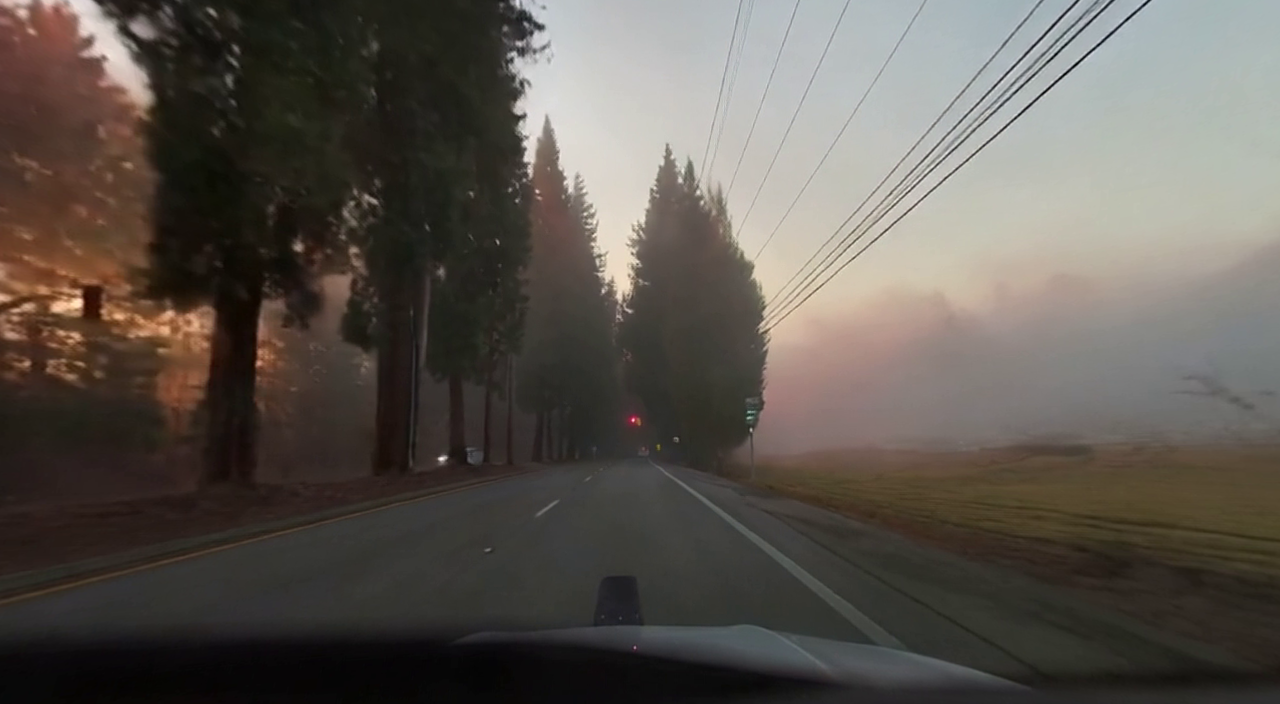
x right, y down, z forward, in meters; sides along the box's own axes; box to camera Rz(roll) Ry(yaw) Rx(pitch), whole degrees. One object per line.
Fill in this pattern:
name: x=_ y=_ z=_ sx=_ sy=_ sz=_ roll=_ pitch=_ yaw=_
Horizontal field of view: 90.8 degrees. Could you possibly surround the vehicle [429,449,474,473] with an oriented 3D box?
vehicle: x=-14.480 y=8.379 z=48.711 sx=2.037 sy=1.712 sz=4.576 roll=0 pitch=-9 yaw=0
